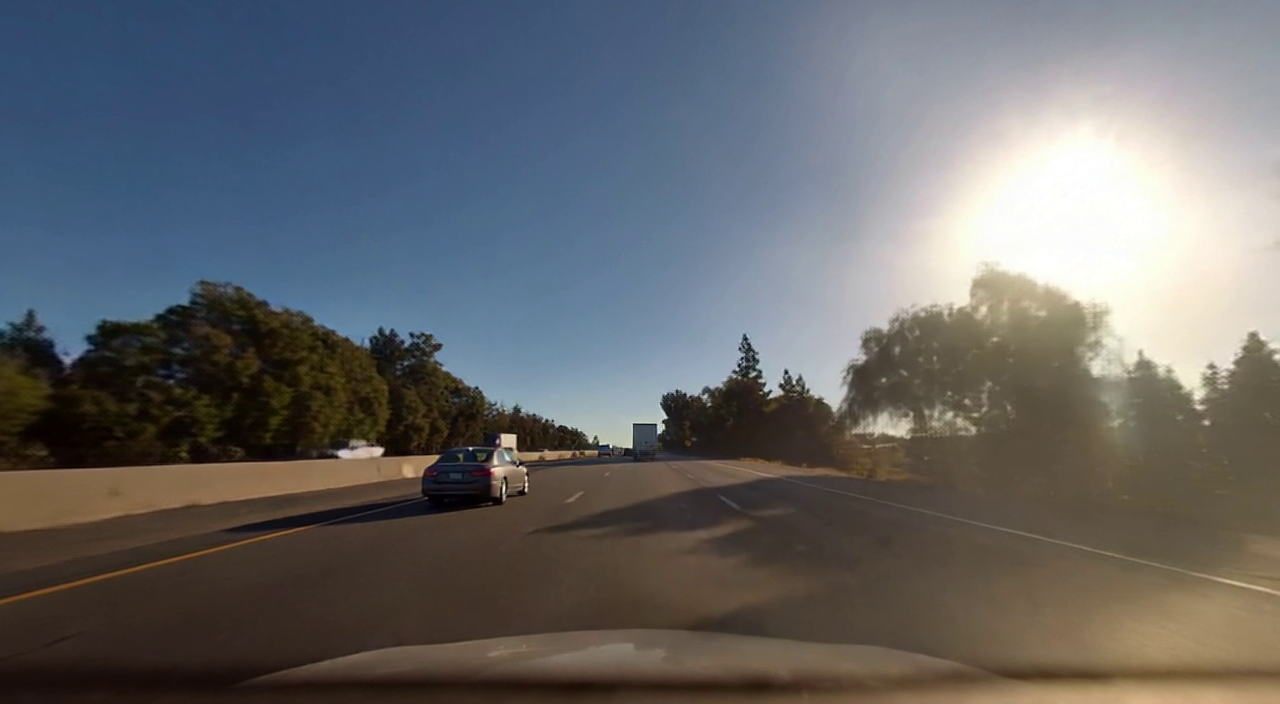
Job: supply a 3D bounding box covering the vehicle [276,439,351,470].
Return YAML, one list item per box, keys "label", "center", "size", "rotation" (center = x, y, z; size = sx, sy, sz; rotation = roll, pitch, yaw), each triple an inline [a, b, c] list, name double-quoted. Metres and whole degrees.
- label: "vehicle"
  center: [-16.921, 5.340, 32.943]
  size: [1.741, 1.462, 3.887]
  rotation: [-1, -9, 1]

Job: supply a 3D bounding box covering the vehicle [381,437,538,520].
- label: "vehicle"
  center: [-3.801, 2.772, 14.378]
  size: [1.999, 1.533, 4.870]
  rotation: [-1, -9, 2]
